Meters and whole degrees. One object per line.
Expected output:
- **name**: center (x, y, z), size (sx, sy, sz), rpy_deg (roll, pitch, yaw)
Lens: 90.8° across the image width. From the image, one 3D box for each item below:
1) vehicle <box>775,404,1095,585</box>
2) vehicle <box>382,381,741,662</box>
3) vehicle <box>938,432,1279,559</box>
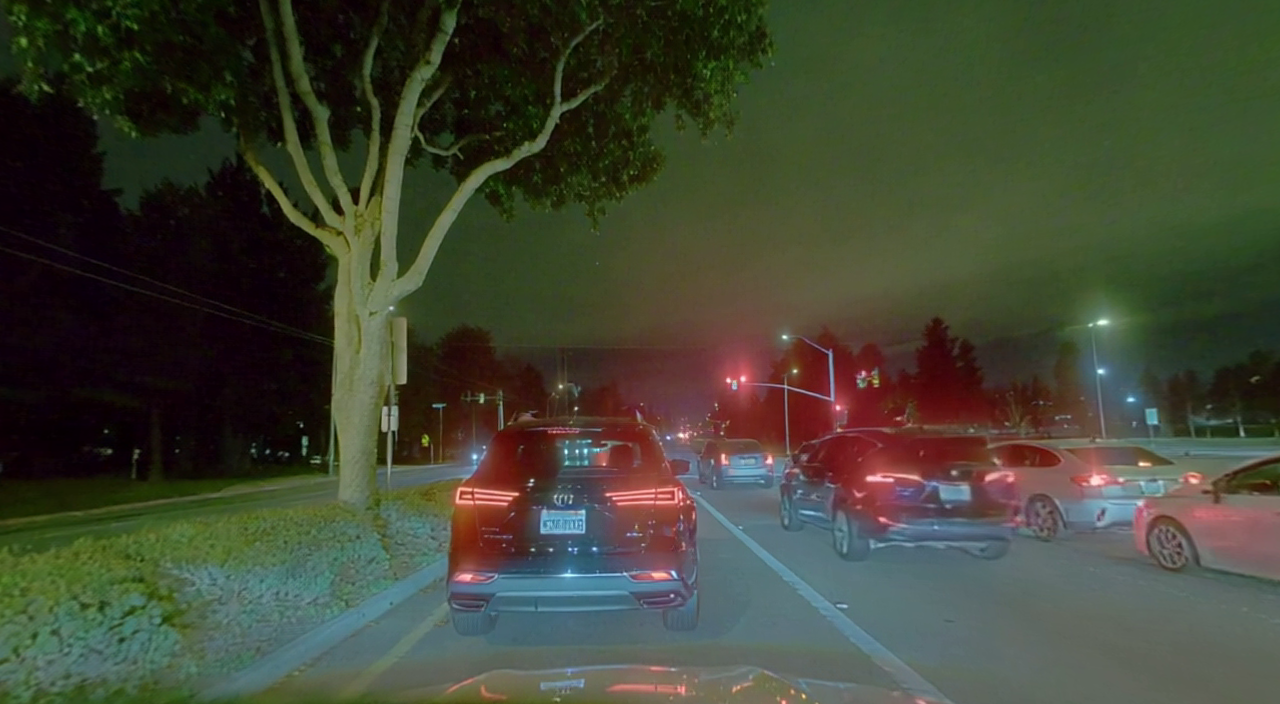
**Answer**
- **vehicle**: center (3.241, 1.666, 8.183), size (1.963, 1.682, 4.407), rpy_deg (0, -9, 0)
- **vehicle**: center (-0.431, 1.354, 6.096), size (2.201, 1.709, 4.271), rpy_deg (0, -9, 2)
- **vehicle**: center (6.595, 2.008, 9.647), size (1.894, 1.445, 4.565), rpy_deg (0, -9, 0)
